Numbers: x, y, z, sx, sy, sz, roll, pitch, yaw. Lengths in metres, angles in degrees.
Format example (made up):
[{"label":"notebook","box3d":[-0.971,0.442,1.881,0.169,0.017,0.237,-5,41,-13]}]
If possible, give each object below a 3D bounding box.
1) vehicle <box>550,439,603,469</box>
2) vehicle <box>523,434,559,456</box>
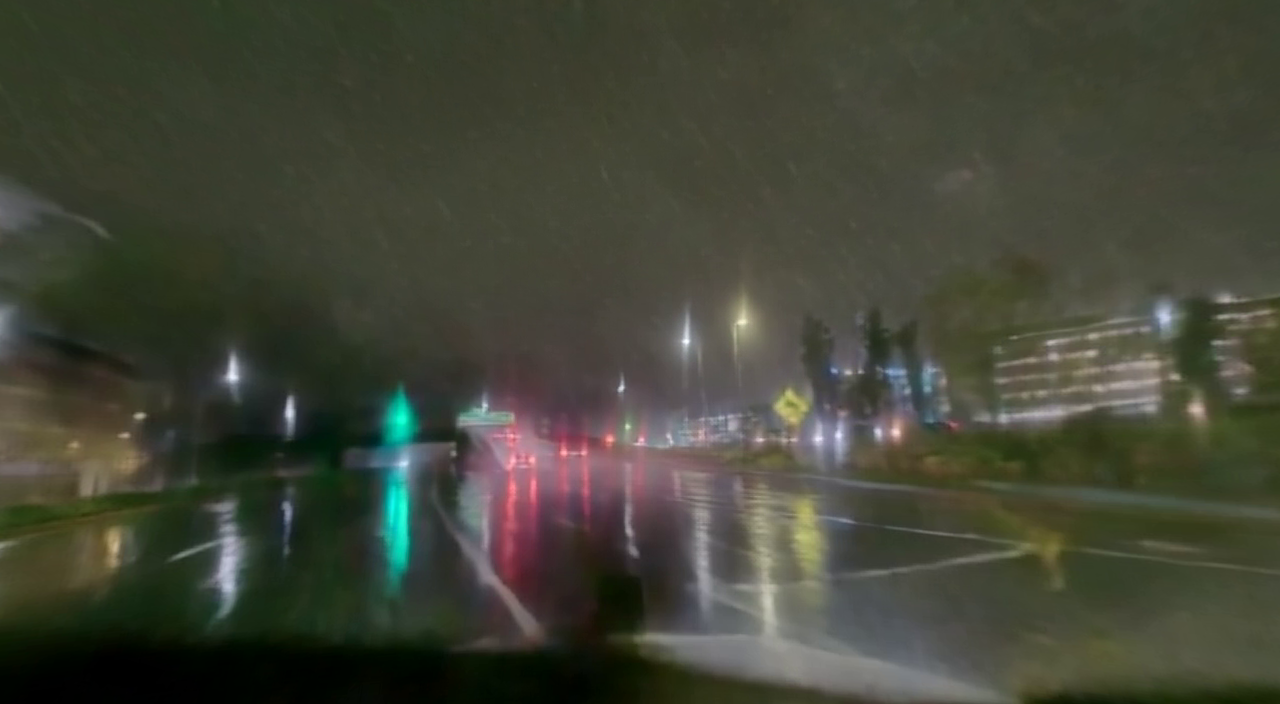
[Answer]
[{"label":"vehicle","box3d":[-3.529,5.536,34.410,2.048,1.516,3.874,3,-9,-19]},{"label":"vehicle","box3d":[-7.784,7.272,49.269,2.007,1.605,3.852,3,-9,-21]}]
